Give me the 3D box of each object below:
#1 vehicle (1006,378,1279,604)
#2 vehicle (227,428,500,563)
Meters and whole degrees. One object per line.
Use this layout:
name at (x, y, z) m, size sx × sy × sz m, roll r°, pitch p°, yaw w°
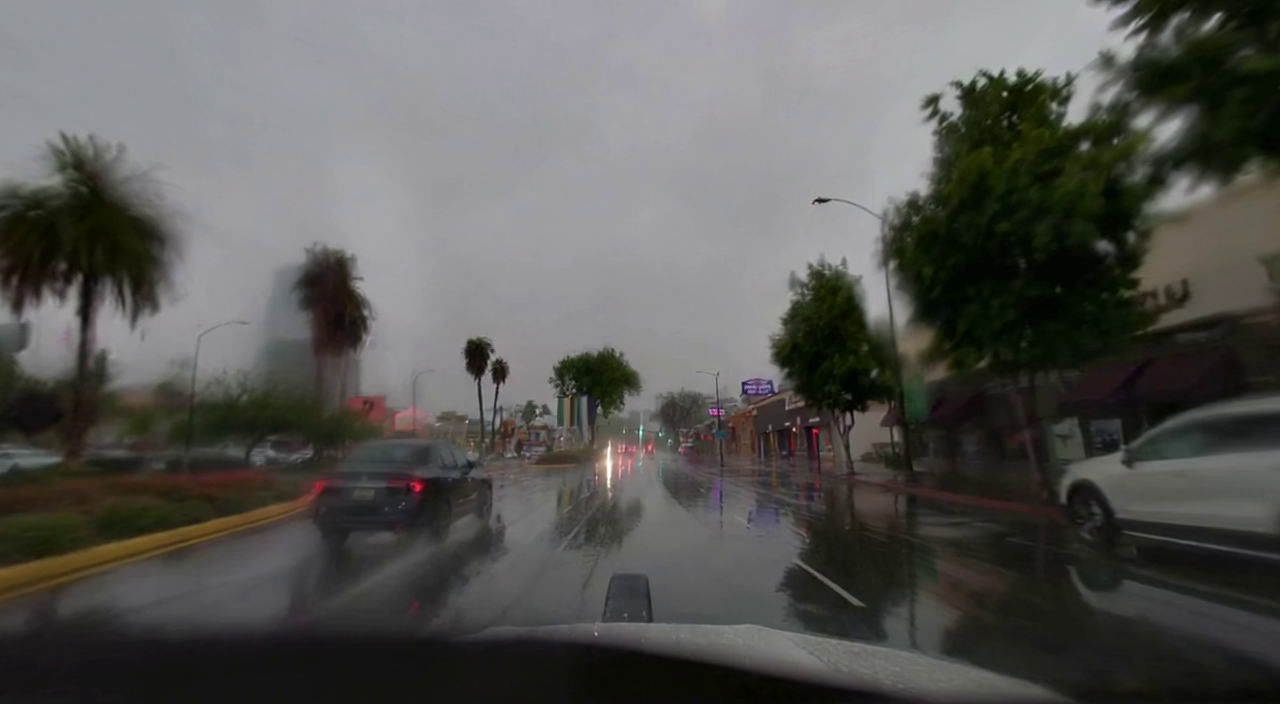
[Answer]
vehicle at (6.444, 1.246, 5.843) m, size 2.214 × 1.865 × 6.549 m, roll 0°, pitch -9°, yaw 0°
vehicle at (-3.642, 1.970, 9.440) m, size 2.032 × 1.511 × 4.424 m, roll 0°, pitch -9°, yaw 1°
